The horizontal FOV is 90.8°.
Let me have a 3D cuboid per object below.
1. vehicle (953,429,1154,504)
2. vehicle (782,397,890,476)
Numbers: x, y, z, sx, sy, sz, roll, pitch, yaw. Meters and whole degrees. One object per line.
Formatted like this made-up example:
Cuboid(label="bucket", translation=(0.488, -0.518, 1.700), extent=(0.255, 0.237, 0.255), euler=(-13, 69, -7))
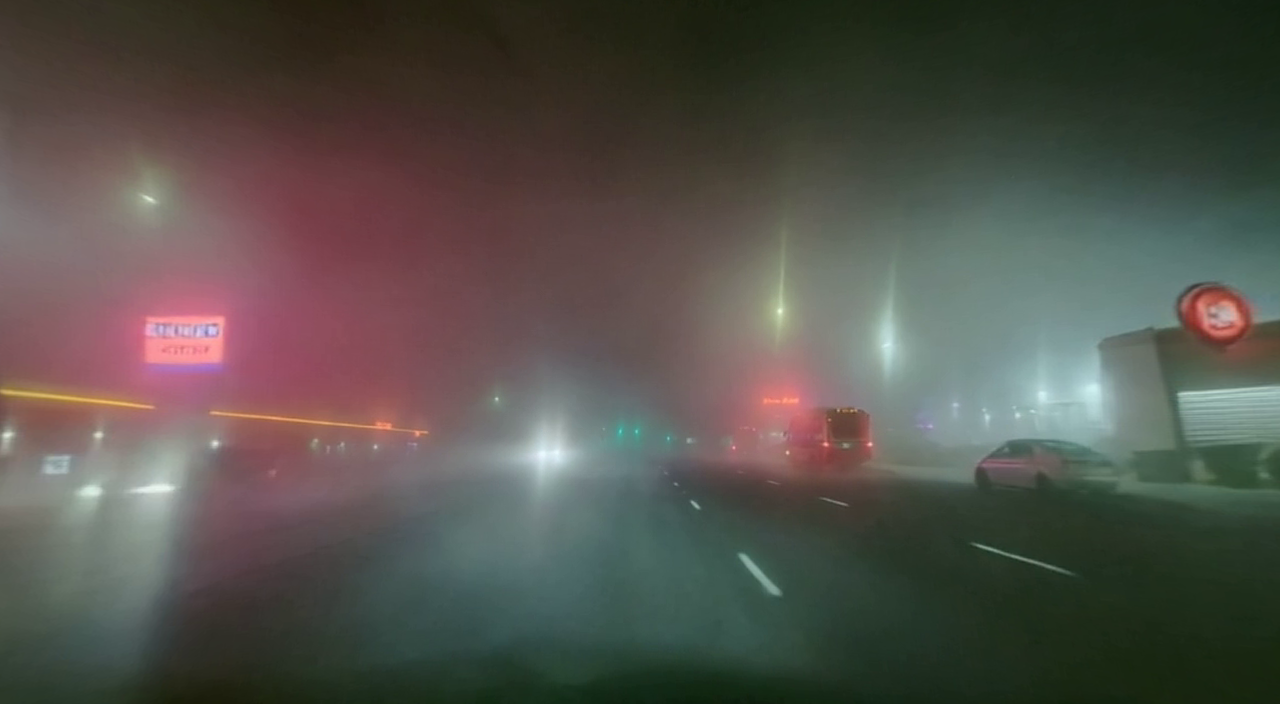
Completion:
Cuboid(label="vehicle", translation=(10.255, 2.857, 16.204), extent=(2.085, 1.630, 4.403), euler=(0, -8, -1))
Cuboid(label="vehicle", translation=(9.902, 4.439, 33.000), extent=(2.897, 3.584, 7.857), euler=(0, -8, -2))
